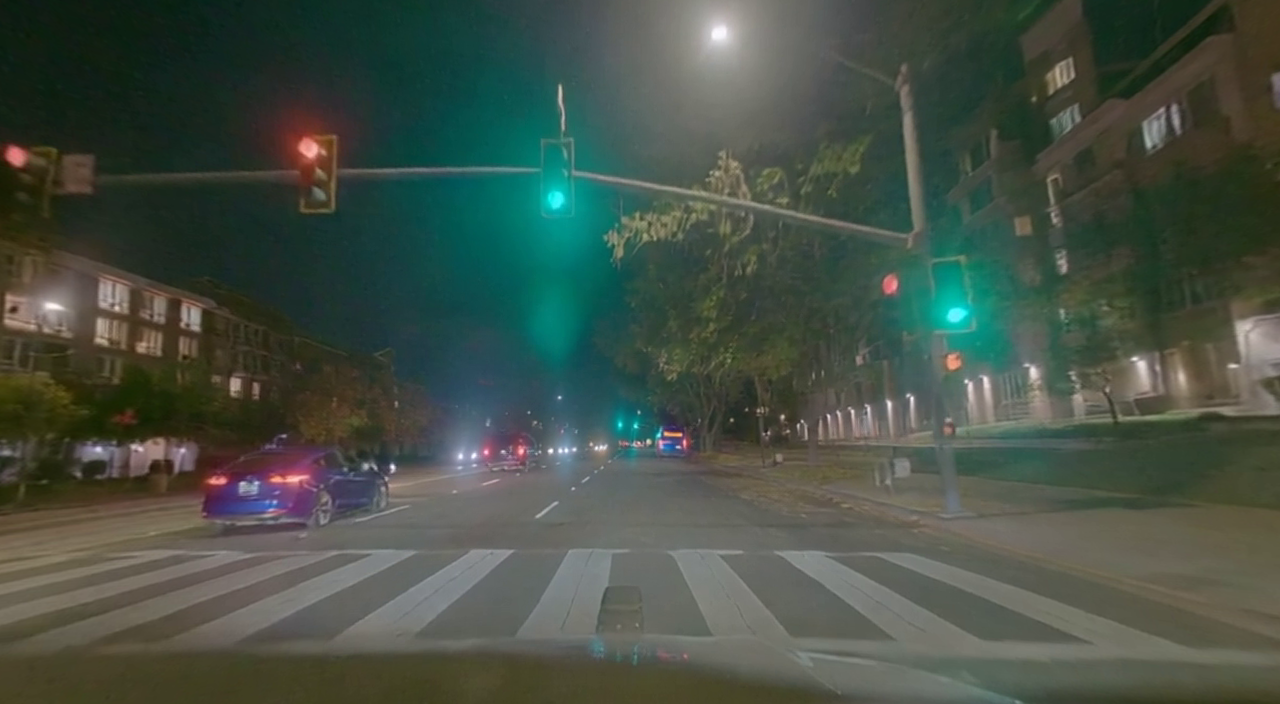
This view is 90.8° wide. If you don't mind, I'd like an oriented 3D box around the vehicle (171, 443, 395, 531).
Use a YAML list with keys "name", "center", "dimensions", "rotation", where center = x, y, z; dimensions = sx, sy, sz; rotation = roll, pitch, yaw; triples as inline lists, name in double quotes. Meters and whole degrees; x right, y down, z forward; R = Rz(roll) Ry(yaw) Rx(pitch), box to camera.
- name: "vehicle"
  center: [-6.914, 2.614, 12.936]
  dimensions: [1.970, 1.456, 4.441]
  rotation: [0, -8, 0]

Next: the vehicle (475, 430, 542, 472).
- name: "vehicle"
  center: [-6.906, 5.267, 33.851]
  dimensions: [2.332, 2.039, 5.678]
  rotation: [0, -8, 0]
